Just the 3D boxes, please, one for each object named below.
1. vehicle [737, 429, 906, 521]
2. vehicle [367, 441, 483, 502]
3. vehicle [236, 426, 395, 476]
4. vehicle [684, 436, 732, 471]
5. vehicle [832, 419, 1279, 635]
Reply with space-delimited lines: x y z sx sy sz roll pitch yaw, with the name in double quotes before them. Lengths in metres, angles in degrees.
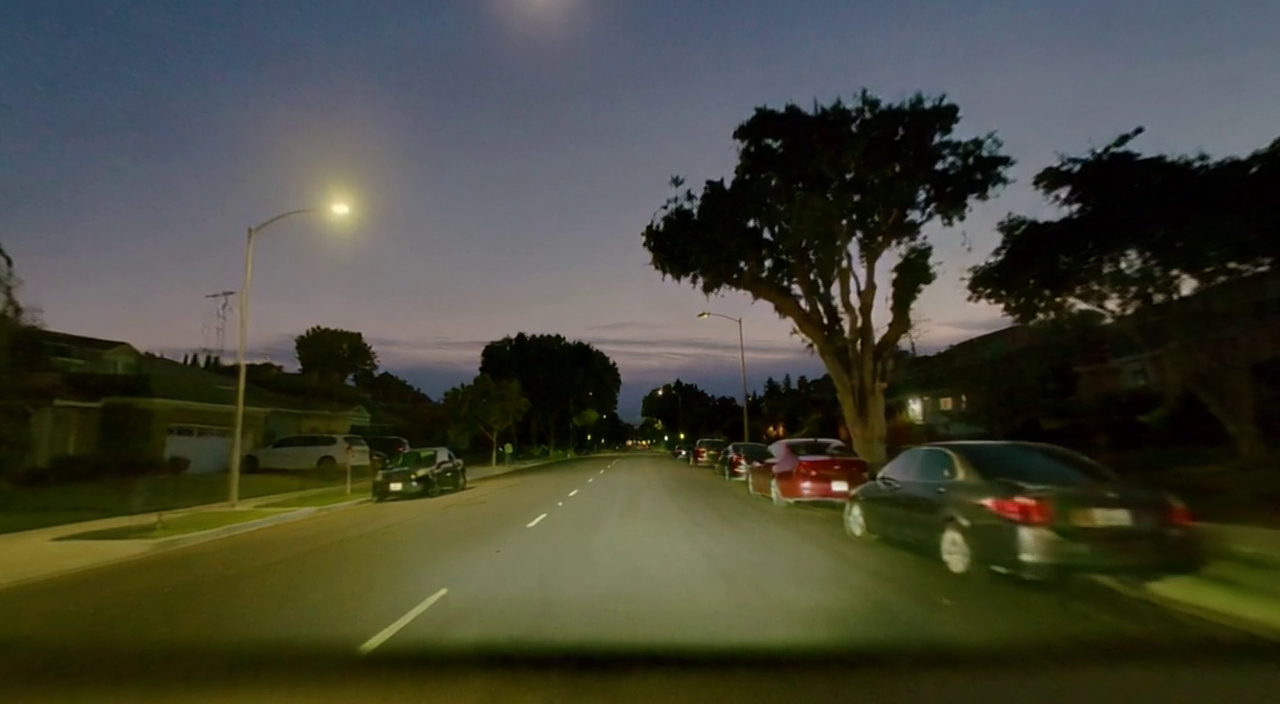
"vehicle" 3.708 2.610 14.110 2.157 1.639 5.297 0 -8 -1
"vehicle" -6.372 3.532 19.281 1.985 1.497 4.655 -2 -7 0
"vehicle" -14.186 4.348 27.792 5.681 2.094 2.344 0 -8 0
"vehicle" 3.697 5.607 35.073 2.039 1.780 4.884 0 -8 -1
"vehicle" 3.819 1.606 6.951 1.917 1.569 4.460 0 -8 -1
